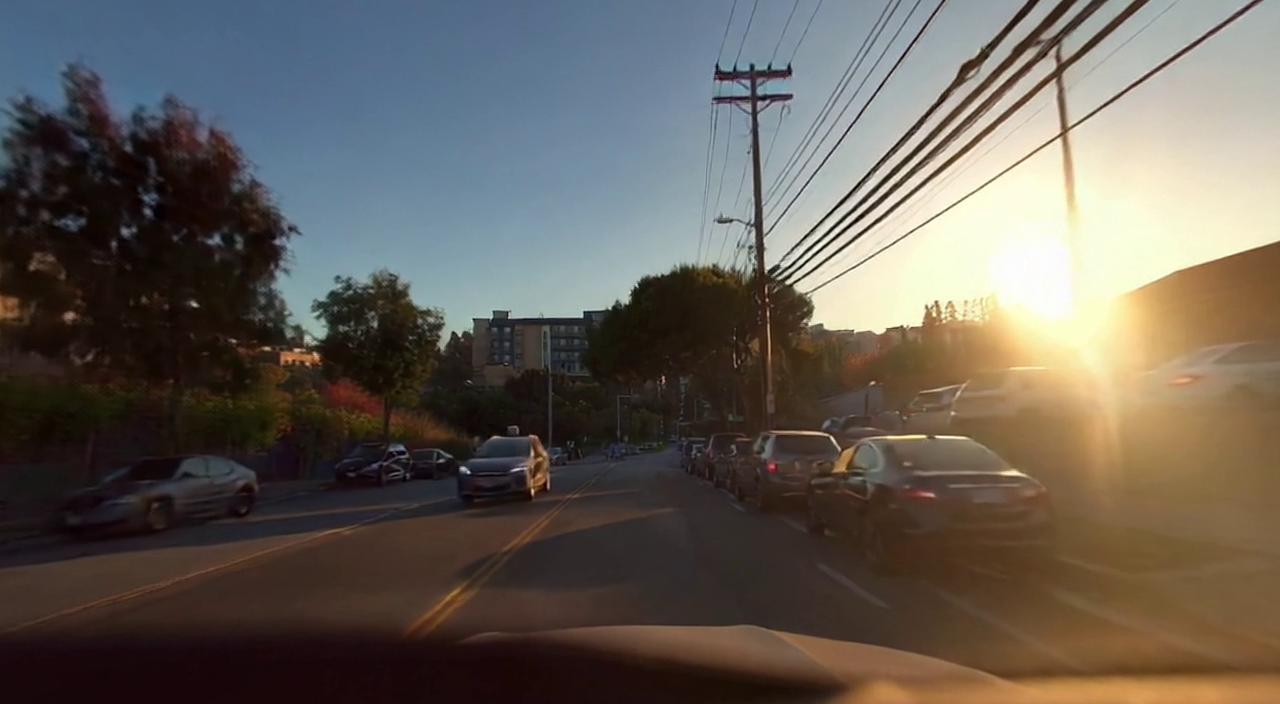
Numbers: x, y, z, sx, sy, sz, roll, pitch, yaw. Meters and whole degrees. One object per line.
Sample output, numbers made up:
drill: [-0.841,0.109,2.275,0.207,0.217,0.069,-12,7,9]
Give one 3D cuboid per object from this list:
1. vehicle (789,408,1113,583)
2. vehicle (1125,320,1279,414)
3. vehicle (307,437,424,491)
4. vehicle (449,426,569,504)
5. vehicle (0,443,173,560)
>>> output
vehicle: [3.468,1.669,8.245,1.936,1.641,4.434,0,-8,0]
vehicle: [11.462,0.282,11.322,3.857,1.457,1.950,-2,-7,0]
vehicle: [-11.400,4.656,26.780,2.322,2.037,5.030,-1,-8,6]
vehicle: [-3.191,2.842,16.408,2.103,1.721,4.473,0,-8,1]
vehicle: [-9.939,2.250,9.435,4.386,1.511,1.947,0,-7,-22]
